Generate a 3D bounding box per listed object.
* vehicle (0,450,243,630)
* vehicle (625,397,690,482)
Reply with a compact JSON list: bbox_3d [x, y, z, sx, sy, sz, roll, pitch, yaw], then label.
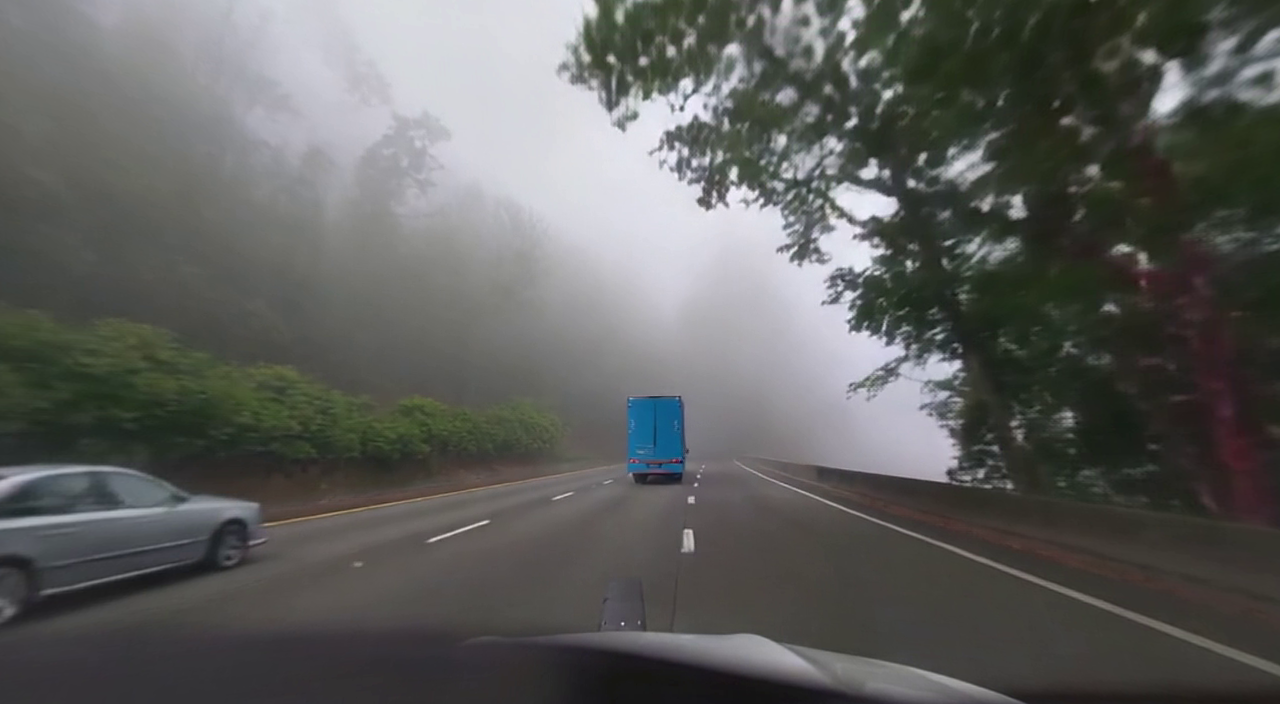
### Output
[{"bbox_3d":[-5.966,1.472,5.027,2.133,1.358,4.870,-1,-9,5],"label":"vehicle"},{"bbox_3d":[1.138,4.706,33.415,2.821,3.878,8.925,-1,-9,5],"label":"vehicle"}]
